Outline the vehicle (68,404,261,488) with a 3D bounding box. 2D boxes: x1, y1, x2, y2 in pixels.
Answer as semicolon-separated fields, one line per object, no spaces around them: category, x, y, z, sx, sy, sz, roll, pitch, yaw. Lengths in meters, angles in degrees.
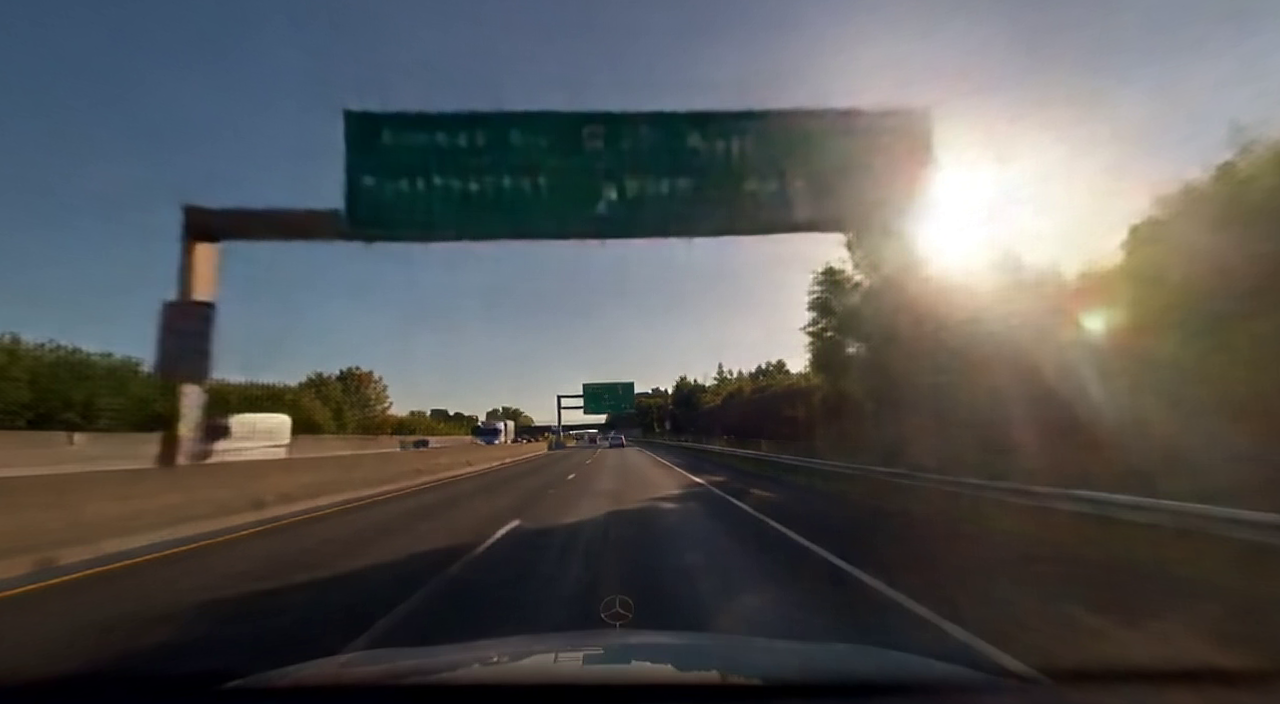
vehicle;-17.993;3.568;24.508;2.546;2.779;6.379;0;-7;-1
